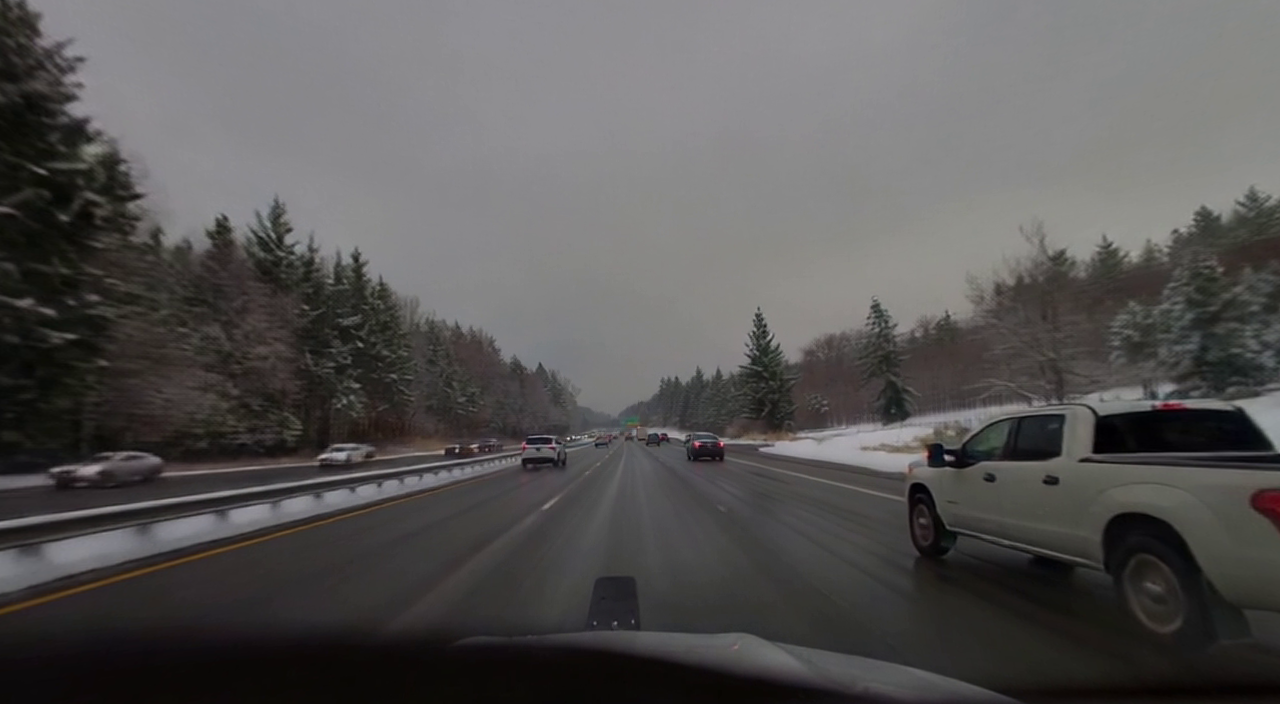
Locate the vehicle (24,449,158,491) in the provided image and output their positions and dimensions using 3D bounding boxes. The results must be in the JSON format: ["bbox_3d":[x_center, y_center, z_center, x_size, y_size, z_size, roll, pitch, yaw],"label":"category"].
[{"bbox_3d":[-21.825,4.665,25.306,1.818,1.454,3.887,0,-8,1],"label":"vehicle"}]

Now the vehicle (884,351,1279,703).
[{"bbox_3d":[3.629,1.048,4.287,1.949,1.639,4.748,0,-8,-1],"label":"vehicle"}]

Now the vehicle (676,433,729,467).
[{"bbox_3d":[2.936,4.694,30.453,1.990,1.480,3.865,0,-8,-2],"label":"vehicle"}]

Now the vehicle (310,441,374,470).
[{"bbox_3d":[-15.840,5.511,33.695,1.754,1.423,3.480,0,-8,-1],"label":"vehicle"}]

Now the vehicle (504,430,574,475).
[{"bbox_3d":[-3.893,3.960,25.175,2.011,1.614,4.808,0,-8,0],"label":"vehicle"}]

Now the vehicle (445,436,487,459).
[{"bbox_3d":[-12.834,7.050,46.729,1.906,1.562,4.429,0,-8,-1],"label":"vehicle"}]
